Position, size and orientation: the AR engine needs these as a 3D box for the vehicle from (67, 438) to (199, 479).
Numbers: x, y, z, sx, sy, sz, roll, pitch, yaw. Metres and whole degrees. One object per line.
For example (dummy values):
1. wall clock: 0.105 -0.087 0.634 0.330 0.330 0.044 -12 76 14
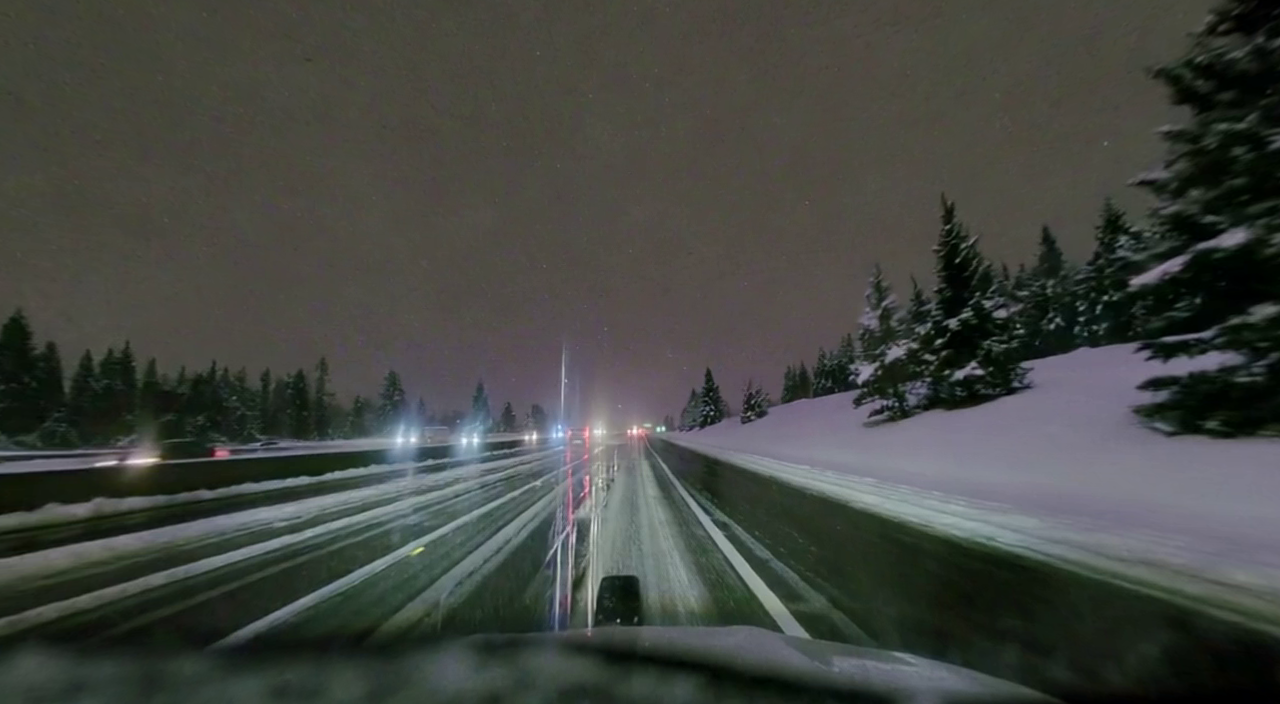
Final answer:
1. vehicle: -20.159 4.219 25.245 1.805 1.474 4.175 0 -8 0

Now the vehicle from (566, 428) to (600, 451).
1. vehicle: -4.325 6.663 48.100 2.152 1.679 4.442 0 -8 0
